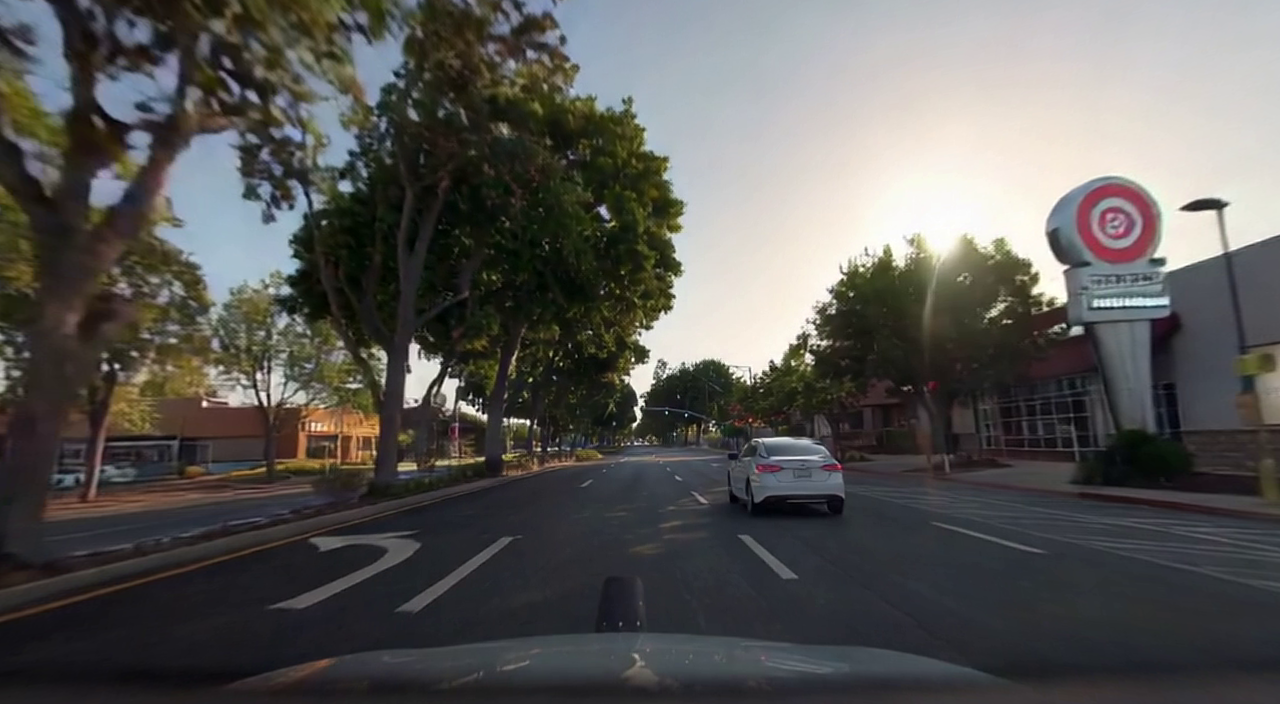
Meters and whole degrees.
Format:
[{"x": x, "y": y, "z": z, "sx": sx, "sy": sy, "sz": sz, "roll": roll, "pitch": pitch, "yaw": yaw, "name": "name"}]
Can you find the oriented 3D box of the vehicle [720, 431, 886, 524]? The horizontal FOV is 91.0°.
[{"x": 2.923, "y": 2.369, "z": 12.469, "sx": 2.015, "sy": 1.479, "sz": 4.444, "roll": 0, "pitch": -8, "yaw": -1, "name": "vehicle"}]
